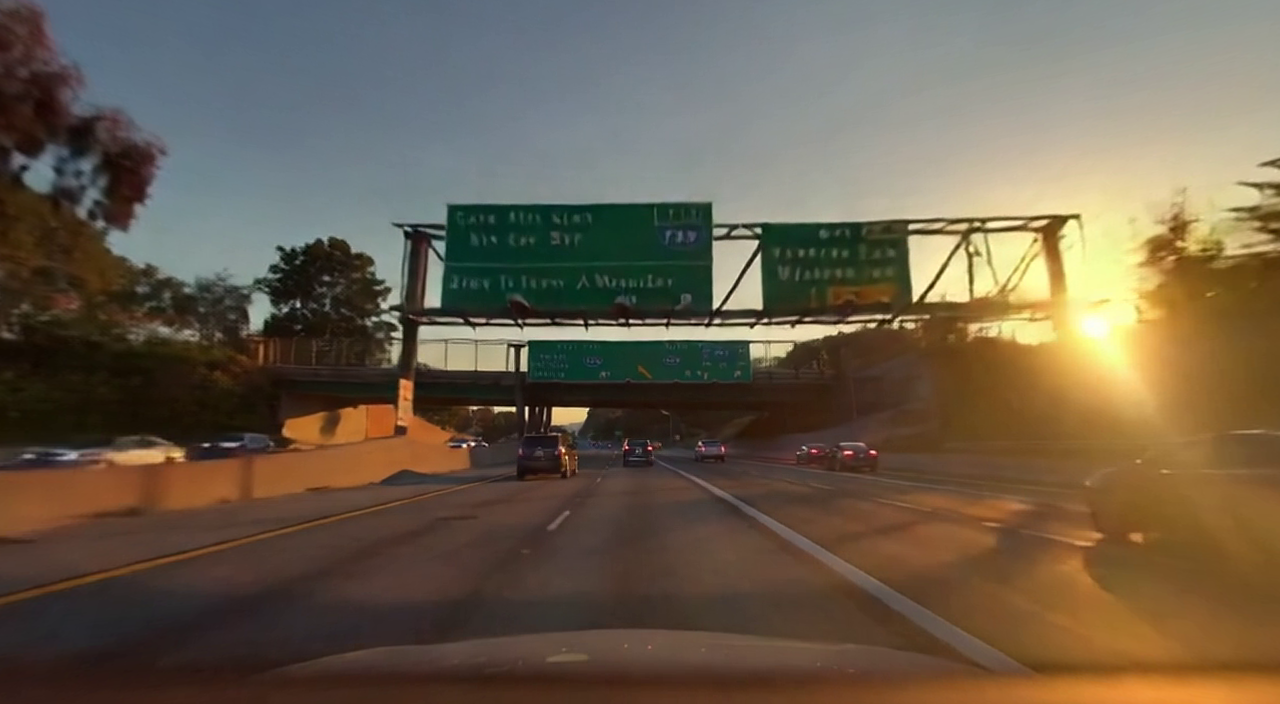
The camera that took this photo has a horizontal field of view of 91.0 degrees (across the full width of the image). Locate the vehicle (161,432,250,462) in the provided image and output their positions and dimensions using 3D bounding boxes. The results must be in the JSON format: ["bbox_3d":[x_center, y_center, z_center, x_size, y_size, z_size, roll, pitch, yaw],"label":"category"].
[{"bbox_3d":[-25.711,5.643,37.458,1.947,1.682,4.606,0,-9,1],"label":"vehicle"}]

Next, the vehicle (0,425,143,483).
[{"bbox_3d":[-18.007,3.051,18.997,1.992,1.524,4.843,0,-9,1],"label":"vehicle"}]

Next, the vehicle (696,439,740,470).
[{"bbox_3d":[4.457,5.925,36.666,2.022,1.682,4.226,0,-9,0],"label":"vehicle"}]

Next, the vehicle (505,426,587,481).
[{"bbox_3d":[-3.278,3.677,22.975,2.199,1.777,4.790,0,-9,1],"label":"vehicle"}]

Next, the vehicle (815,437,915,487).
[{"bbox_3d":[7.748,3.806,22.089,1.989,1.569,3.964,0,-9,-1],"label":"vehicle"}]

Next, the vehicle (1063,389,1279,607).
[{"bbox_3d":[5.970,1.156,5.003,2.041,1.669,4.712,0,-9,2],"label":"vehicle"}]

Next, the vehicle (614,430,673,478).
[{"bbox_3d":[0.134,4.074,25.224,2.181,1.728,3.970,0,-9,0],"label":"vehicle"}]

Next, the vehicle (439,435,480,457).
[{"bbox_3d":[-14.211,7.448,49.830,1.885,1.593,4.292,0,-9,1],"label":"vehicle"}]
